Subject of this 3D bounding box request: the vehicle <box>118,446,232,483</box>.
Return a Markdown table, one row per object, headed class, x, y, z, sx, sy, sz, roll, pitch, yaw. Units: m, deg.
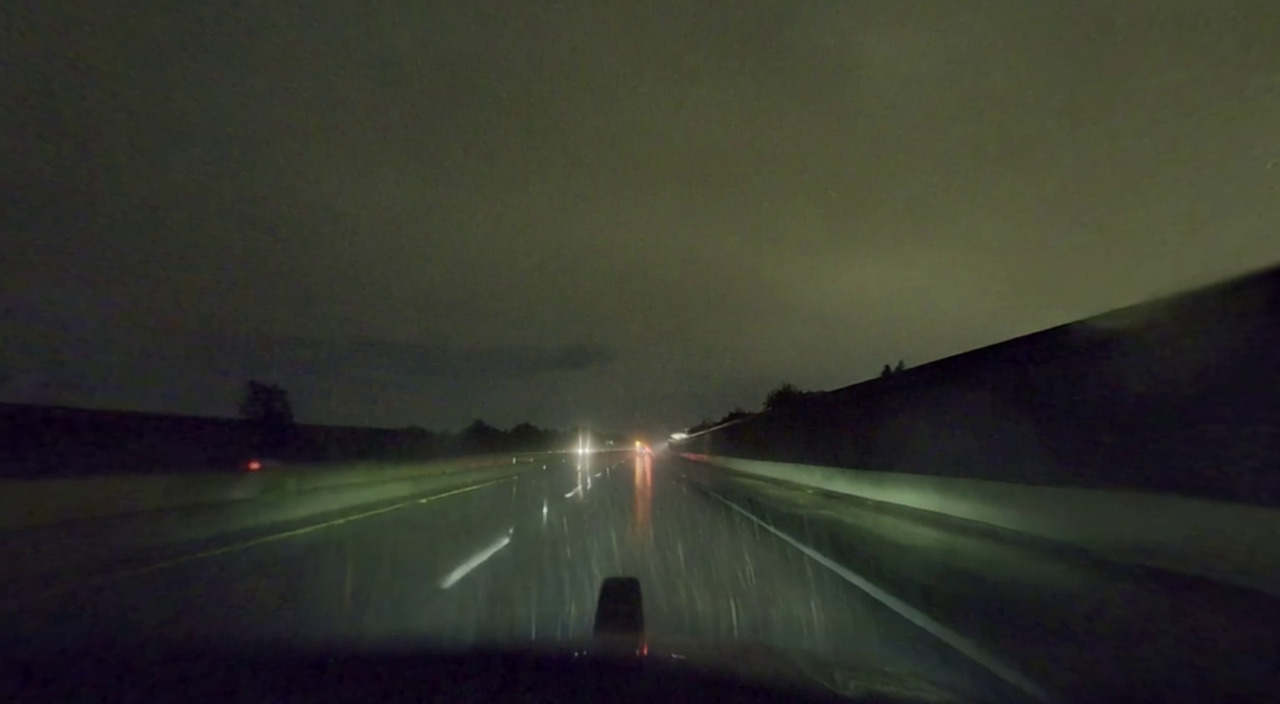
| class | x | y | z | sx | sy | sz | roll | pitch | yaw |
| --- | --- | --- | --- | --- | --- | --- | --- | --- | --- |
| vehicle | -19.742 | 4.771 | 26.916 | 1.860 | 1.452 | 3.925 | -1 | -9 | 0 |
